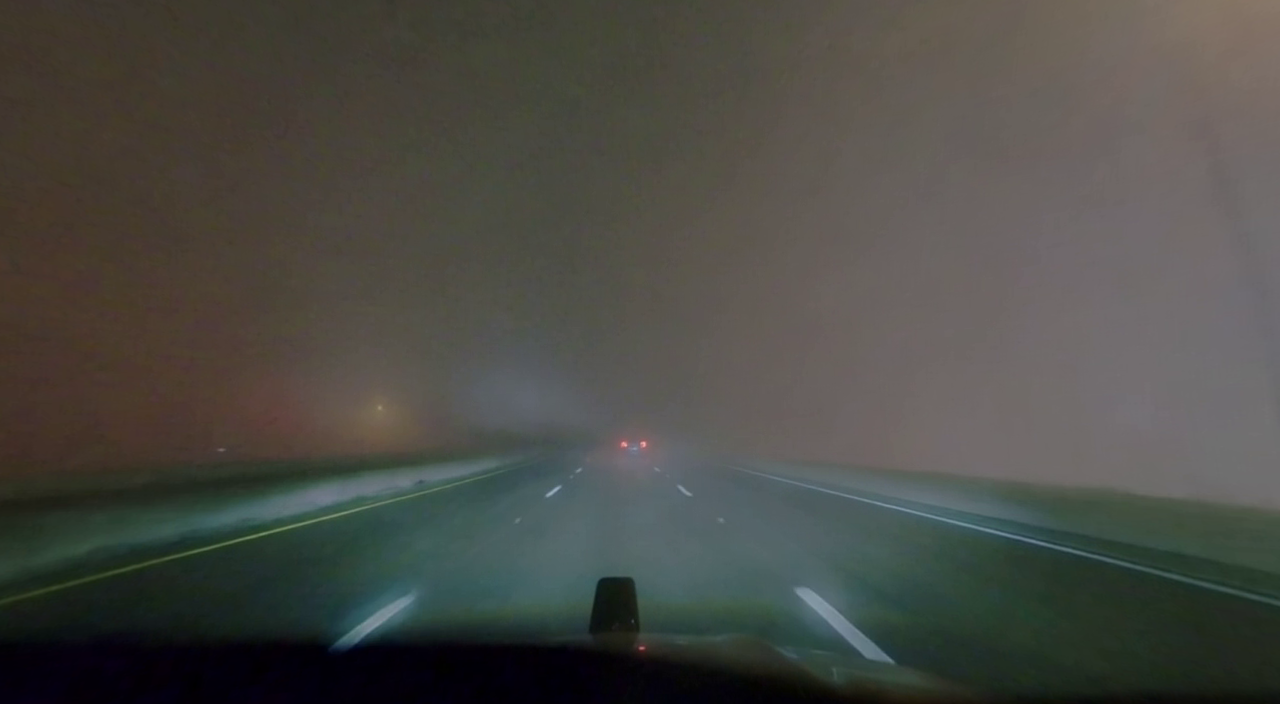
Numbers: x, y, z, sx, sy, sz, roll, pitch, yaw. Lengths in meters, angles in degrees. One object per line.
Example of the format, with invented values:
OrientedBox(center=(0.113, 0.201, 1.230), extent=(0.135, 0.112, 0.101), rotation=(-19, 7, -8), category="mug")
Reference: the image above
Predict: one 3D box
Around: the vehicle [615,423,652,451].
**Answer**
OrientedBox(center=(-0.488, 5.440, 40.319), extent=(2.157, 1.647, 4.524), rotation=(0, -8, -3), category="vehicle")
